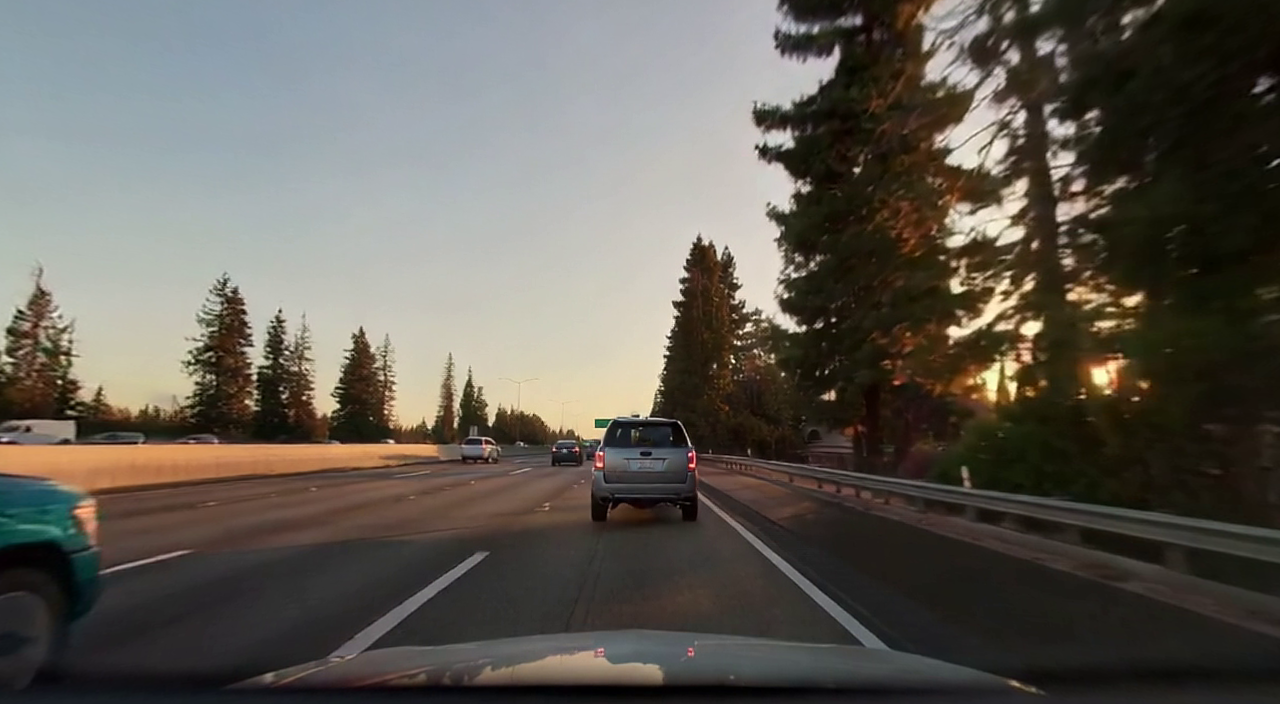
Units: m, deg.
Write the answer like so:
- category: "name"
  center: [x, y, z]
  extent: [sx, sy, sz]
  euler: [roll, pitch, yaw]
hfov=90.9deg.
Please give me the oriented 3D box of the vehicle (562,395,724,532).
- category: "vehicle"
  center: [0.023, 1.997, 11.763]
  extent: [2.395, 2.013, 4.734]
  euler: [0, -8, -1]

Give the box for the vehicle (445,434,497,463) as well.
- category: "vehicle"
  center: [-10.816, 6.219, 40.721]
  extent: [2.009, 1.771, 4.540]
  euler: [0, -8, 1]

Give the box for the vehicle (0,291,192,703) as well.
- category: "vehicle"
  center: [-4.101, 0.476, 1.088]
  extent: [2.486, 1.962, 5.525]
  euler: [0, -8, 1]
